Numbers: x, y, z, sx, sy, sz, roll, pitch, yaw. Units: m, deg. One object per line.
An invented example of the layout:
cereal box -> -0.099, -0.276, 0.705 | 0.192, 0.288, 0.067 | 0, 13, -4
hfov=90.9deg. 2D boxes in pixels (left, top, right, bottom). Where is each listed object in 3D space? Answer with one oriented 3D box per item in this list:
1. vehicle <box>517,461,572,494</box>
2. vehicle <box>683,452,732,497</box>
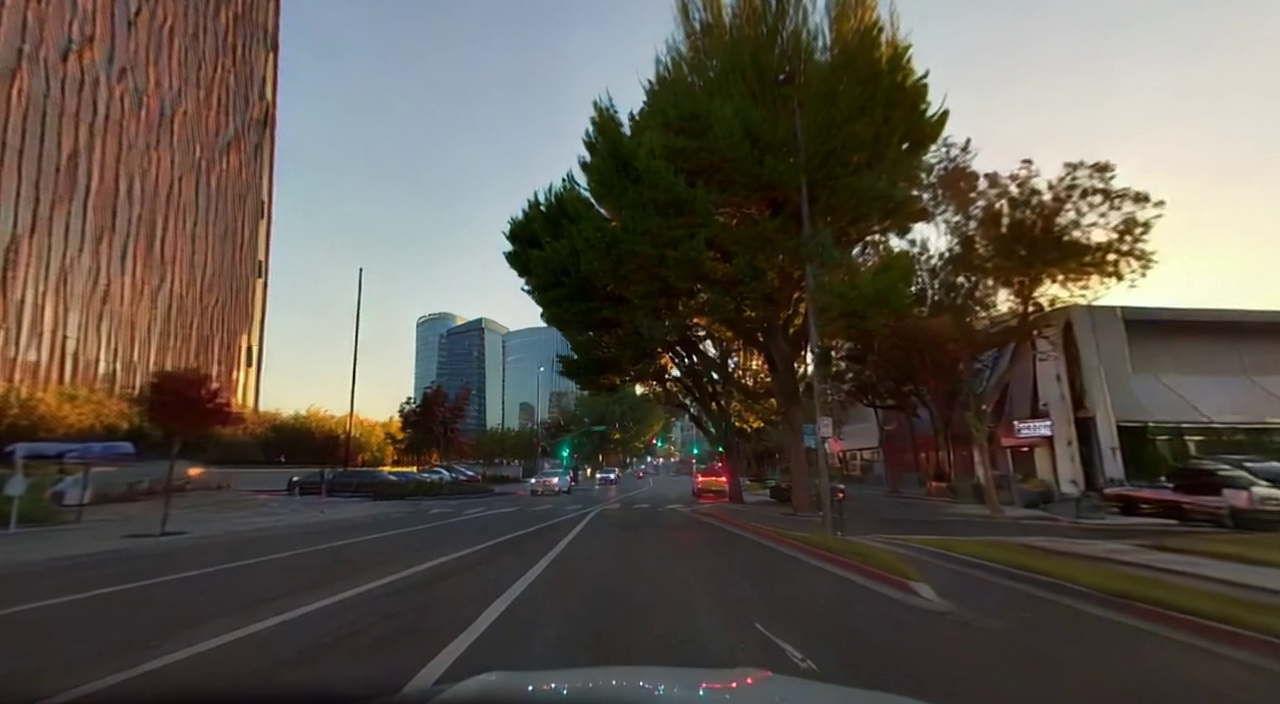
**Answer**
vehicle -> -5.588, 7.401, 37.441 | 2.043, 1.778, 4.602 | -3, -10, 6
vehicle -> 3.237, 6.013, 31.049 | 2.064, 2.010, 4.791 | 0, -10, 2
